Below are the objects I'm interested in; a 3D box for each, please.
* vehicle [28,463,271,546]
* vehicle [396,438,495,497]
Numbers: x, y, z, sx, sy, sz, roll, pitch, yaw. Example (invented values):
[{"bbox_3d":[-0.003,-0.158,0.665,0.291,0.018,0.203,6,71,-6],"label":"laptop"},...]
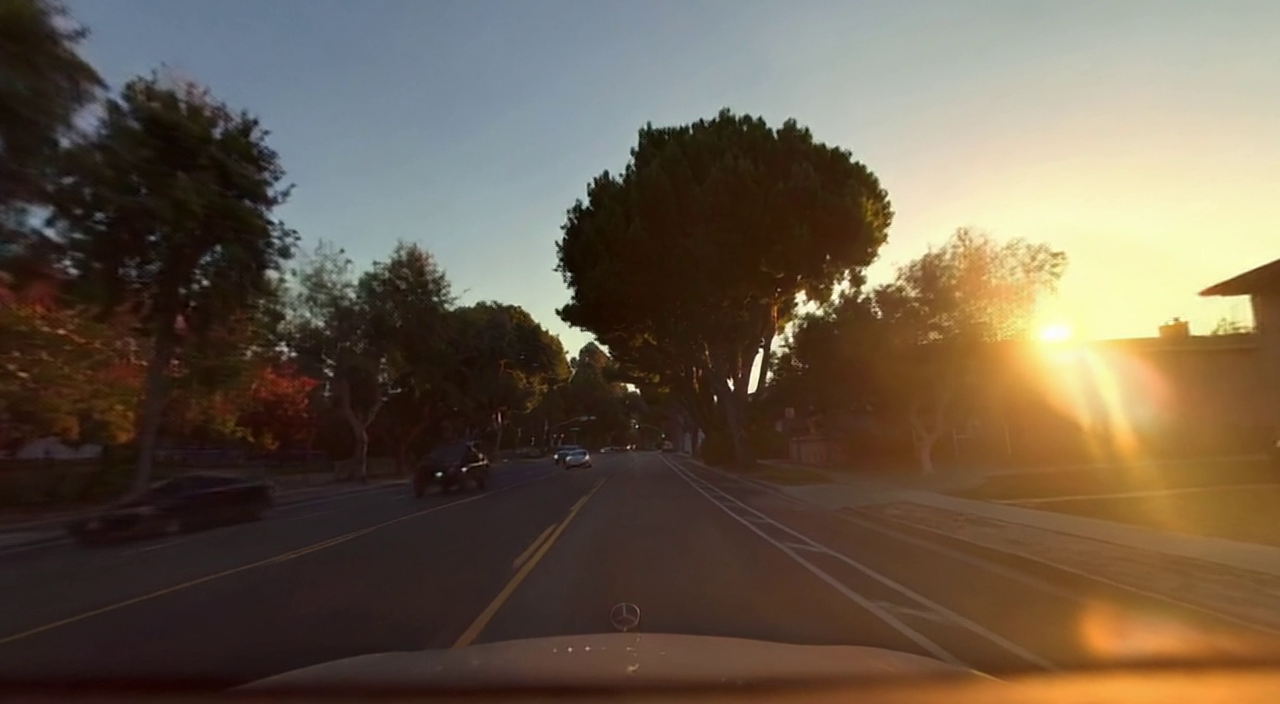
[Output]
[{"bbox_3d":[-10.527,3.257,14.064,1.865,1.441,4.422,0,-9,0],"label":"vehicle"},{"bbox_3d":[-6.787,4.070,22.621,2.063,1.859,4.812,-1,-9,-1],"label":"vehicle"}]
